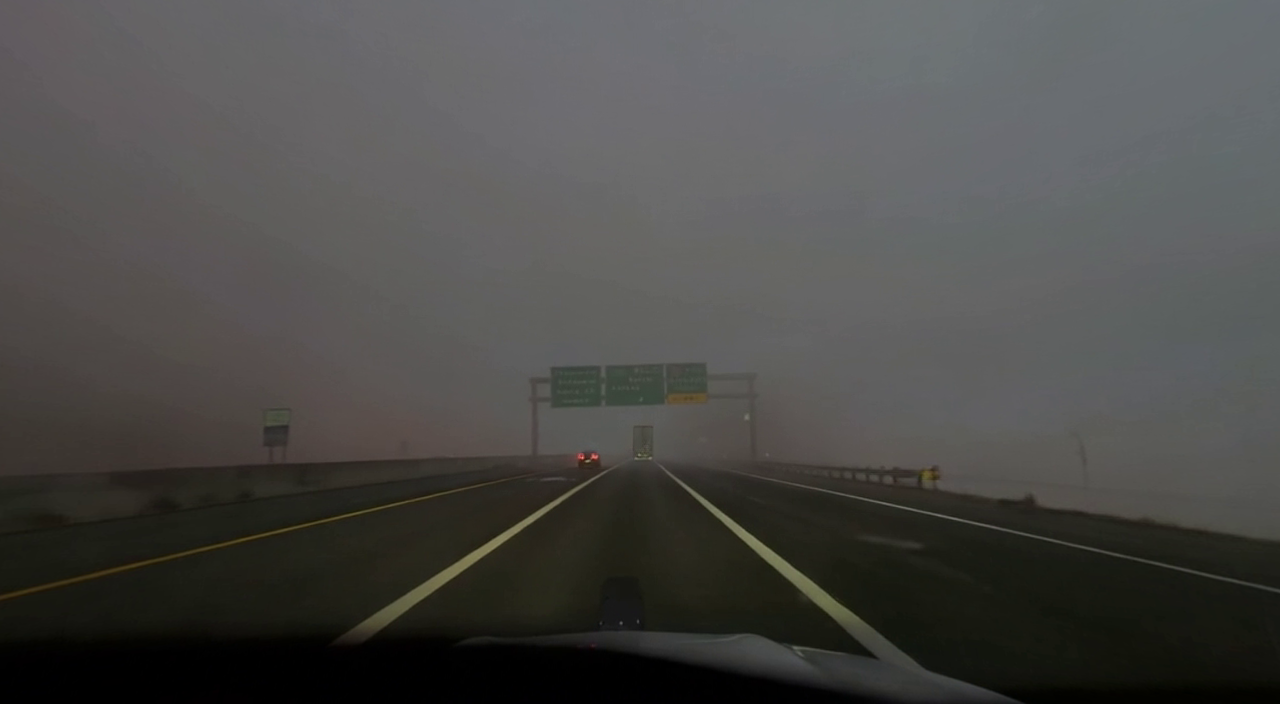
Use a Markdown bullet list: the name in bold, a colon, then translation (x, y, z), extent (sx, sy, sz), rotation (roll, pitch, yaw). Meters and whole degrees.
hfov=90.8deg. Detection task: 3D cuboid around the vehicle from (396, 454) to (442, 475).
- **vehicle**: translation (-16.948, 8.628, 48.549), extent (1.838, 1.473, 4.371), rotation (0, -9, 1)
